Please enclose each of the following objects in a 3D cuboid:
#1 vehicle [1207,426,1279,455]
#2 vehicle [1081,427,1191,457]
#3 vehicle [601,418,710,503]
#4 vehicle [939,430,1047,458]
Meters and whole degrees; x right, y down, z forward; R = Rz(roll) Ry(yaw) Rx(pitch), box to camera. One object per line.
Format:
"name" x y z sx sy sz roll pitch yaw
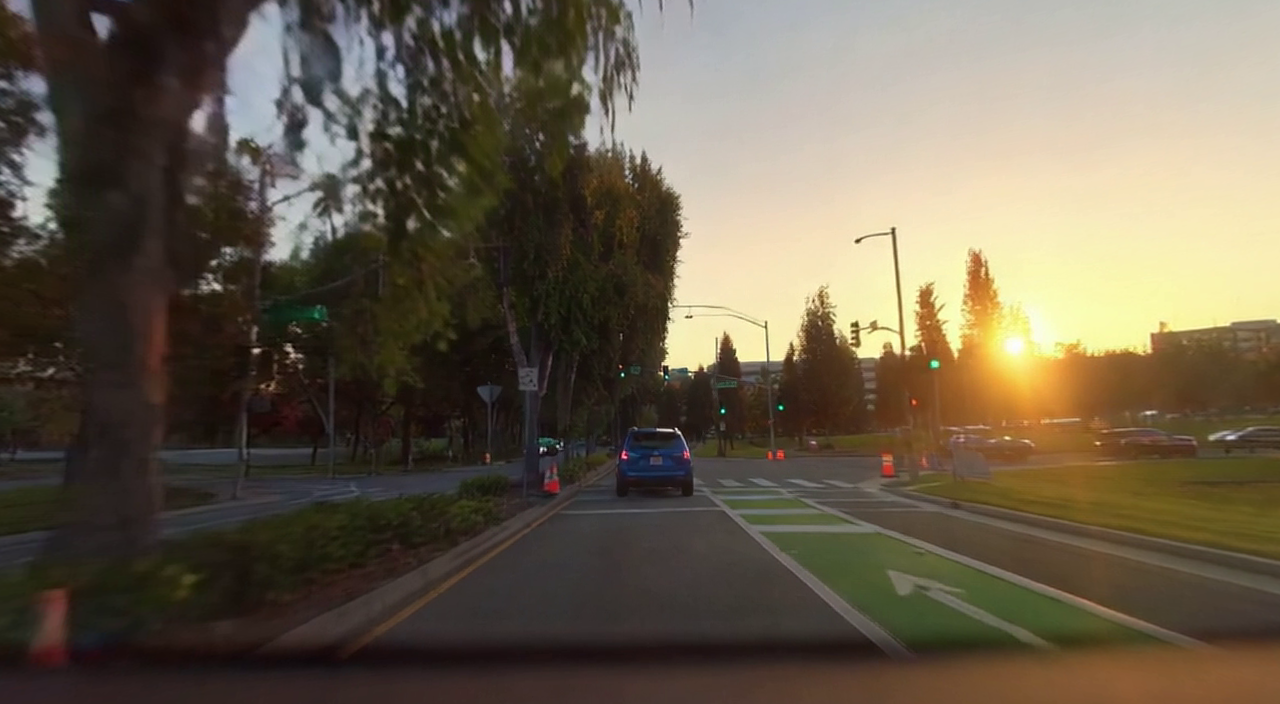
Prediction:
"vehicle" 33.247 4.689 33.453 4.483 1.481 2.082 0 -9 -4
"vehicle" 26.444 4.817 33.755 4.343 1.518 1.845 0 -9 -3
"vehicle" 0.321 2.678 15.946 2.339 1.790 4.629 -1 -9 0
"vehicle" 18.636 4.890 33.501 4.492 1.422 1.961 0 -9 -1
